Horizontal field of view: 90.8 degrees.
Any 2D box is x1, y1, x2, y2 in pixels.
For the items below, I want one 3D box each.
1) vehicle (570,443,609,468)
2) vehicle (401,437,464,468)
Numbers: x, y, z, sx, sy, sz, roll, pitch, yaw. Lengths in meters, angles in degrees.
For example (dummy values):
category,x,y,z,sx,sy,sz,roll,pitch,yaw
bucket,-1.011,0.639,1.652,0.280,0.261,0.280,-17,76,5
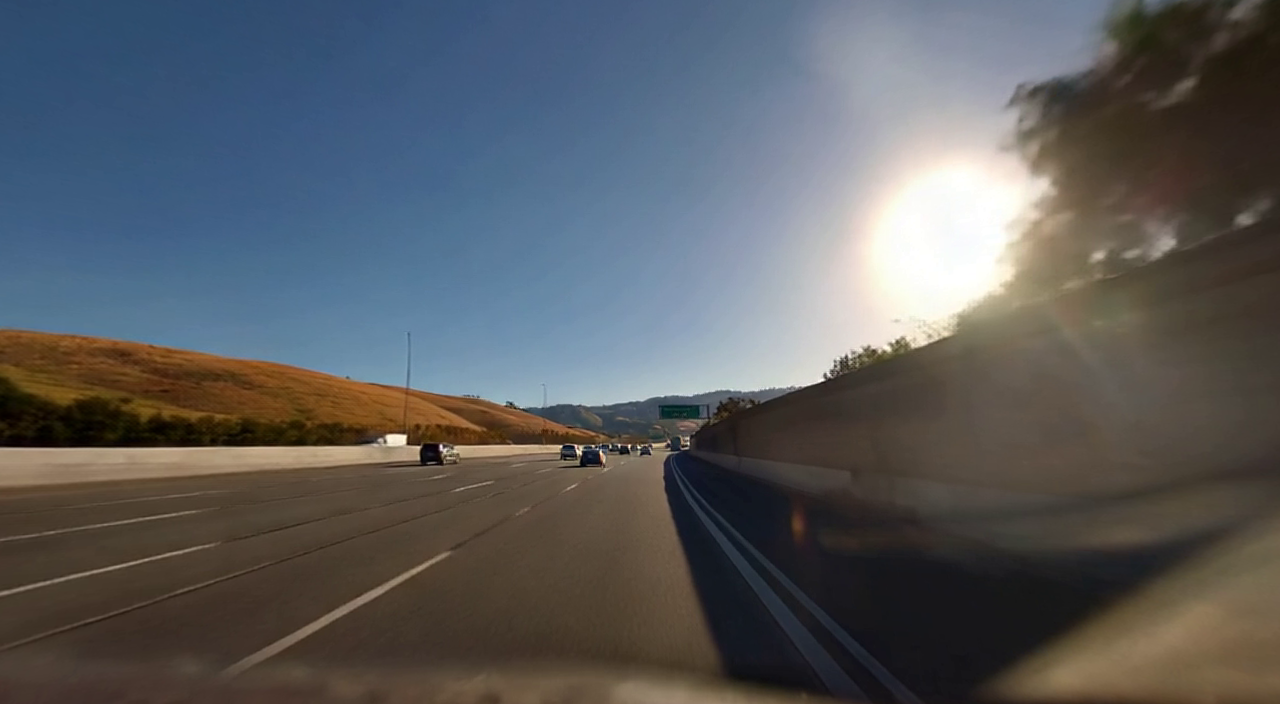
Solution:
category,x,y,z,sx,sy,sz,roll,pitch,yaw
vehicle,-3.068,6.444,39.446,1.931,1.492,4.076,0,-8,2
vehicle,-12.681,6.173,38.987,2.076,1.766,4.831,0,-8,2
